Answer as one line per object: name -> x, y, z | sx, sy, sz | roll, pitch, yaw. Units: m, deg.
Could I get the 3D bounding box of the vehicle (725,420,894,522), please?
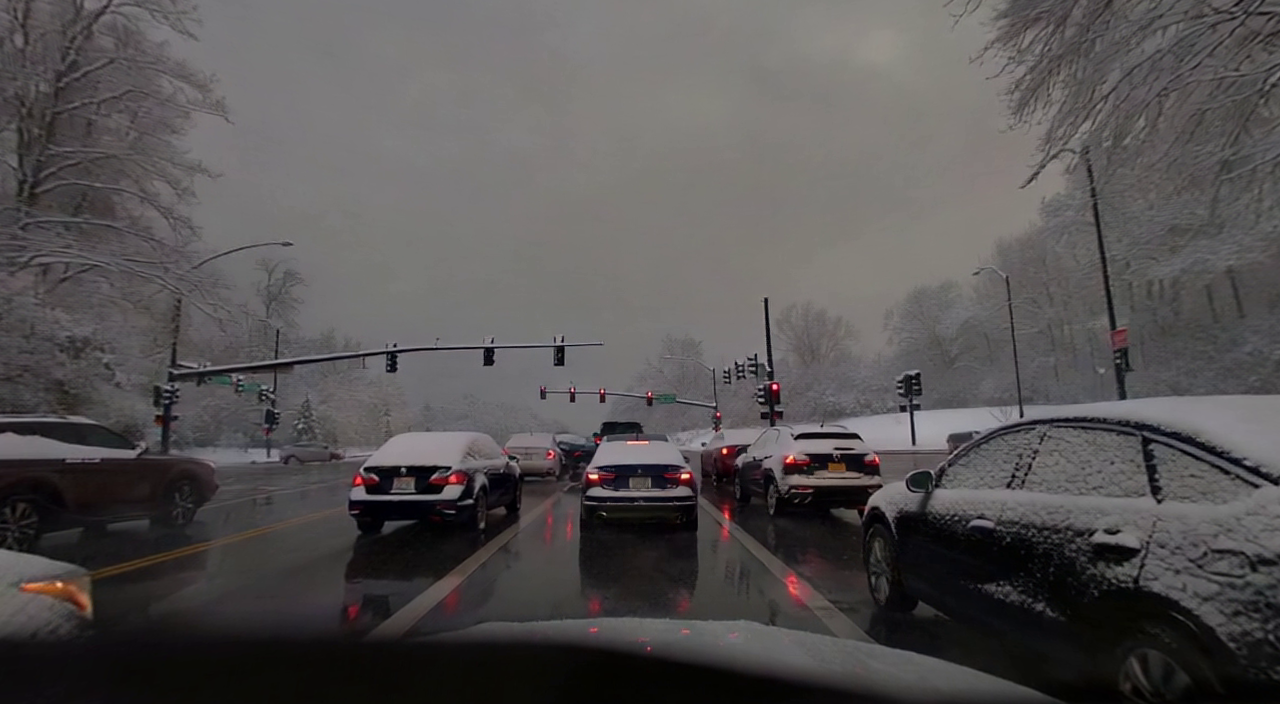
vehicle -> 3.074, 2.260, 12.473 | 2.106, 1.667, 4.101 | 0, -8, -1

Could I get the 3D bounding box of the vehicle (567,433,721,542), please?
vehicle -> -0.004, 2.105, 10.419 | 2.076, 1.438, 3.770 | 0, -8, -2

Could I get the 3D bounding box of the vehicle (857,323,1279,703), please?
vehicle -> 3.148, 0.997, 3.747 | 2.074, 1.685, 4.387 | 0, -8, -1

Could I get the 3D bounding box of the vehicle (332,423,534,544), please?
vehicle -> -3.069, 2.033, 10.431 | 1.896, 1.546, 4.378 | 0, -8, -1

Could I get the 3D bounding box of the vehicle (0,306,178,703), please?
vehicle -> -3.202, 0.494, 0.594 | 2.079, 1.756, 4.676 | 0, -8, -2
